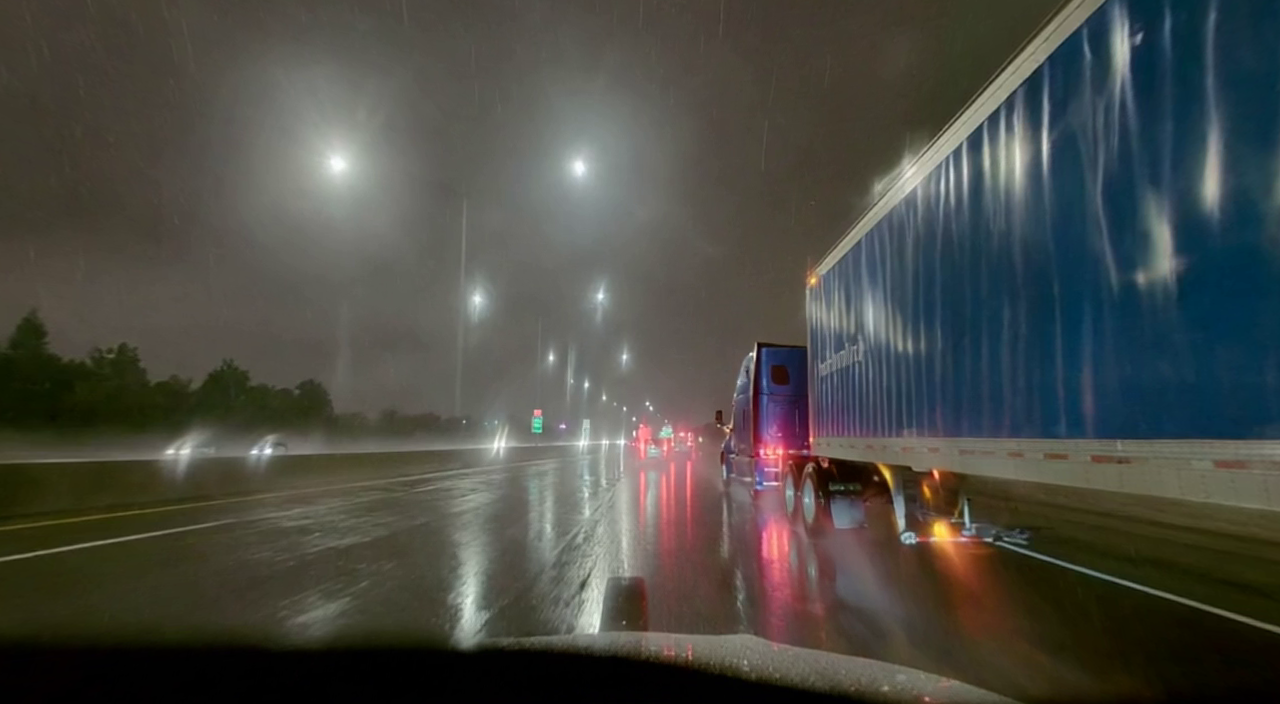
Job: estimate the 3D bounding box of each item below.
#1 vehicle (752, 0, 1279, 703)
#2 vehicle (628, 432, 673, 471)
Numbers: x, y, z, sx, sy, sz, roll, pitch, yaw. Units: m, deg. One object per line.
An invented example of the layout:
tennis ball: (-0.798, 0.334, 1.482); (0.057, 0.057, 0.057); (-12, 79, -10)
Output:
vehicle: (4.141, 0.337, 7.005); (3.019, 4.145, 16.453); (-1, -8, 1)
vehicle: (0.513, 5.132, 32.628); (2.205, 1.860, 4.301); (0, -8, 0)
